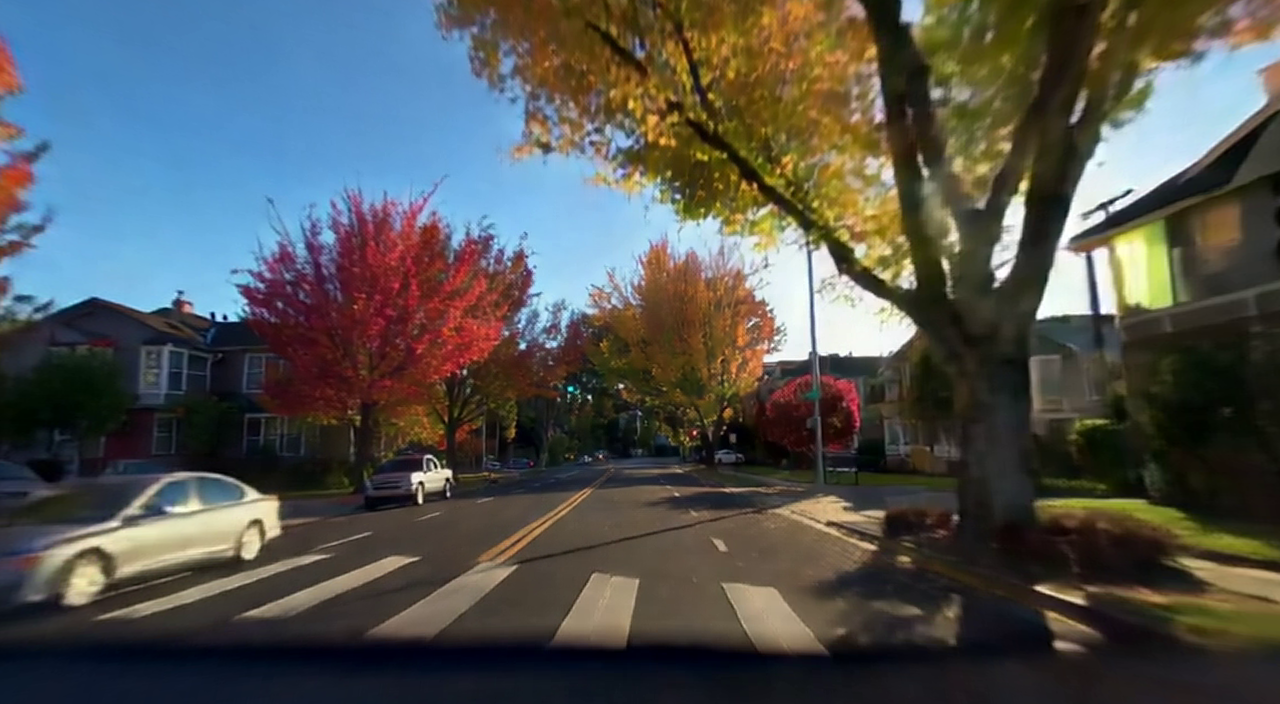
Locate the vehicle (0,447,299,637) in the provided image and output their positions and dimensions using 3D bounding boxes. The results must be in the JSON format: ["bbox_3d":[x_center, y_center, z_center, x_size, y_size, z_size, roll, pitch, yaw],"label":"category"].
[{"bbox_3d":[-6.371,1.910,7.466,2.235,1.530,4.471,0,-9,-1],"label":"vehicle"}]

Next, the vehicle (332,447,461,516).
[{"bbox_3d":[-7.402,3.931,19.950,2.129,1.730,5.544,0,-8,-3],"label":"vehicle"}]
